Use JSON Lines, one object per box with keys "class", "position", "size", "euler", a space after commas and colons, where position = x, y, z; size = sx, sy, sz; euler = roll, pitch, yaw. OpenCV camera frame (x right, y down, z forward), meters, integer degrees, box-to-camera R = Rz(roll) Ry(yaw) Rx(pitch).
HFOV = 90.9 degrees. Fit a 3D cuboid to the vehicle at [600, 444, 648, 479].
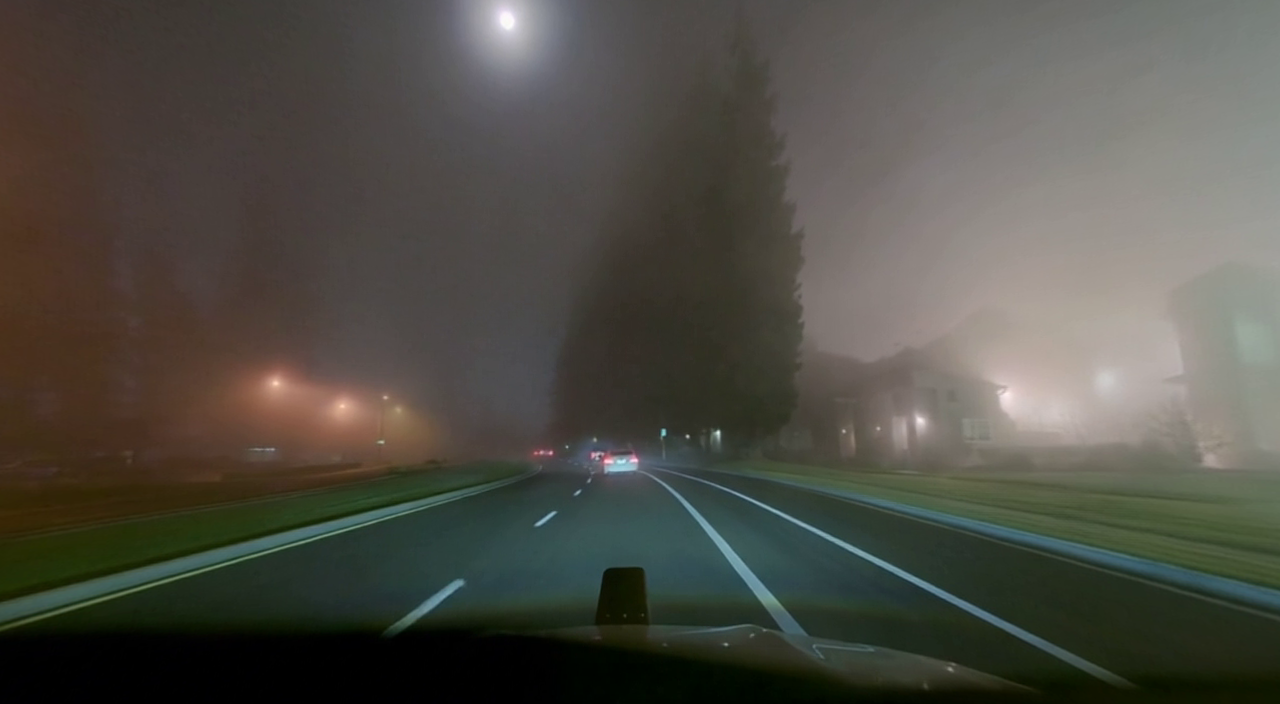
{"class": "vehicle", "position": [-0.778, 4.893, 28.565], "size": [2.009, 1.456, 4.003], "euler": [0, -8, -4]}
